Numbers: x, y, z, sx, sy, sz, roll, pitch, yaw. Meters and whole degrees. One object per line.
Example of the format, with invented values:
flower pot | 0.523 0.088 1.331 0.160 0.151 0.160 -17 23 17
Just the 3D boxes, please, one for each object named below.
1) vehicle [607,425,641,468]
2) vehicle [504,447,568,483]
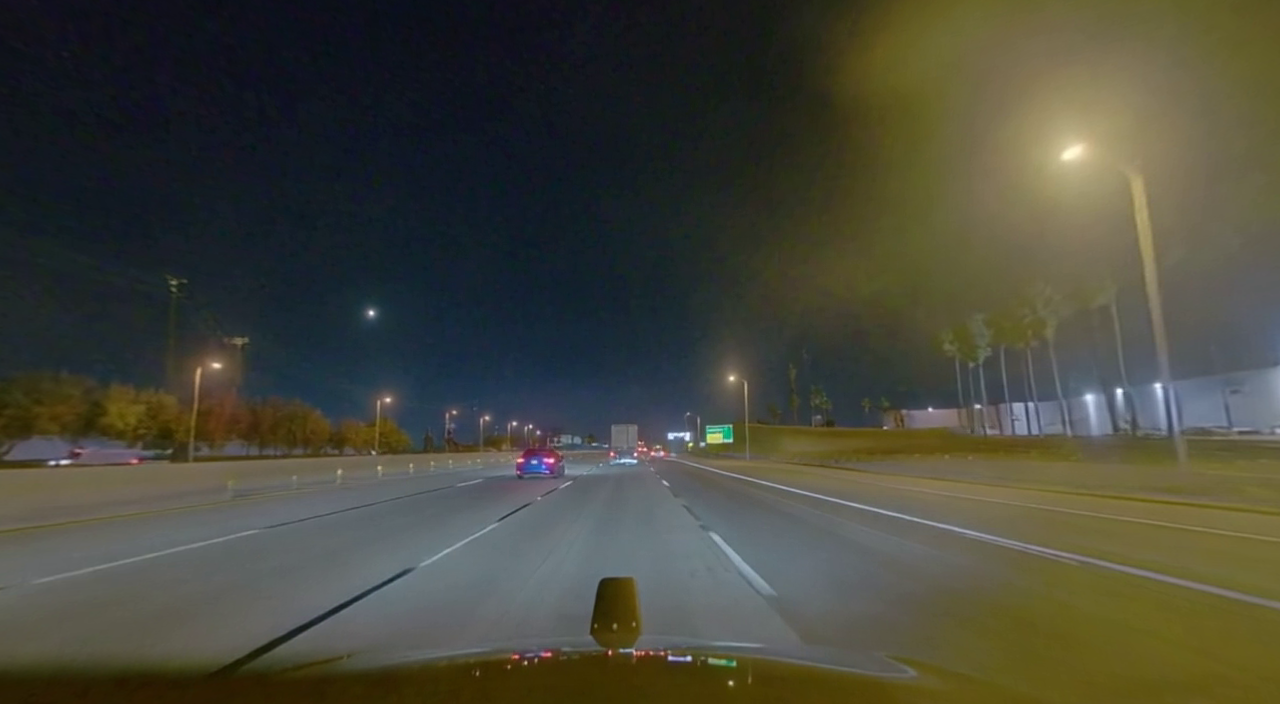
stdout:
vehicle | -1.239 7.085 47.250 2.364 2.953 6.495 0 -8 -2
vehicle | -4.411 4.855 27.486 2.097 1.447 4.291 0 -8 -1
